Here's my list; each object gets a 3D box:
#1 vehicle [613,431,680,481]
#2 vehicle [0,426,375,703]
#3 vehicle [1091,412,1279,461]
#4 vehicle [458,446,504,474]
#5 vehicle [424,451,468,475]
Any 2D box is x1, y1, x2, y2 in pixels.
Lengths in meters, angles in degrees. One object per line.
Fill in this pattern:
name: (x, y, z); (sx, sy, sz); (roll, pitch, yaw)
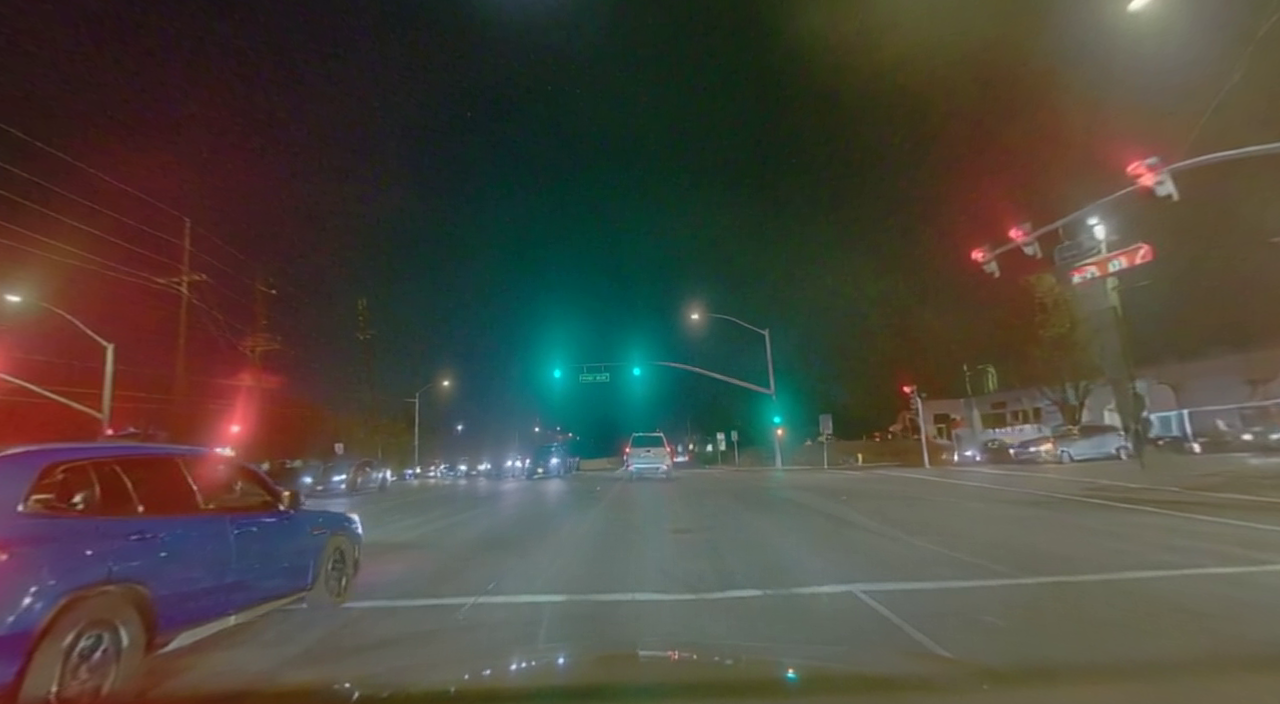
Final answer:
vehicle: (0.199, 4.304, 26.369); (2.513, 1.854, 5.235); (0, -9, -1)
vehicle: (-3.569, 1.239, 3.887); (1.996, 1.463, 4.094); (0, -9, 1)
vehicle: (17.420, 2.723, 20.231); (4.430, 1.480, 1.923); (0, -9, -1)
vehicle: (-11.250, 7.652, 45.035); (2.022, 1.825, 4.744); (0, -9, 0)
vehicle: (-15.176, 8.687, 49.525); (1.935, 1.691, 4.738); (0, -9, 0)
